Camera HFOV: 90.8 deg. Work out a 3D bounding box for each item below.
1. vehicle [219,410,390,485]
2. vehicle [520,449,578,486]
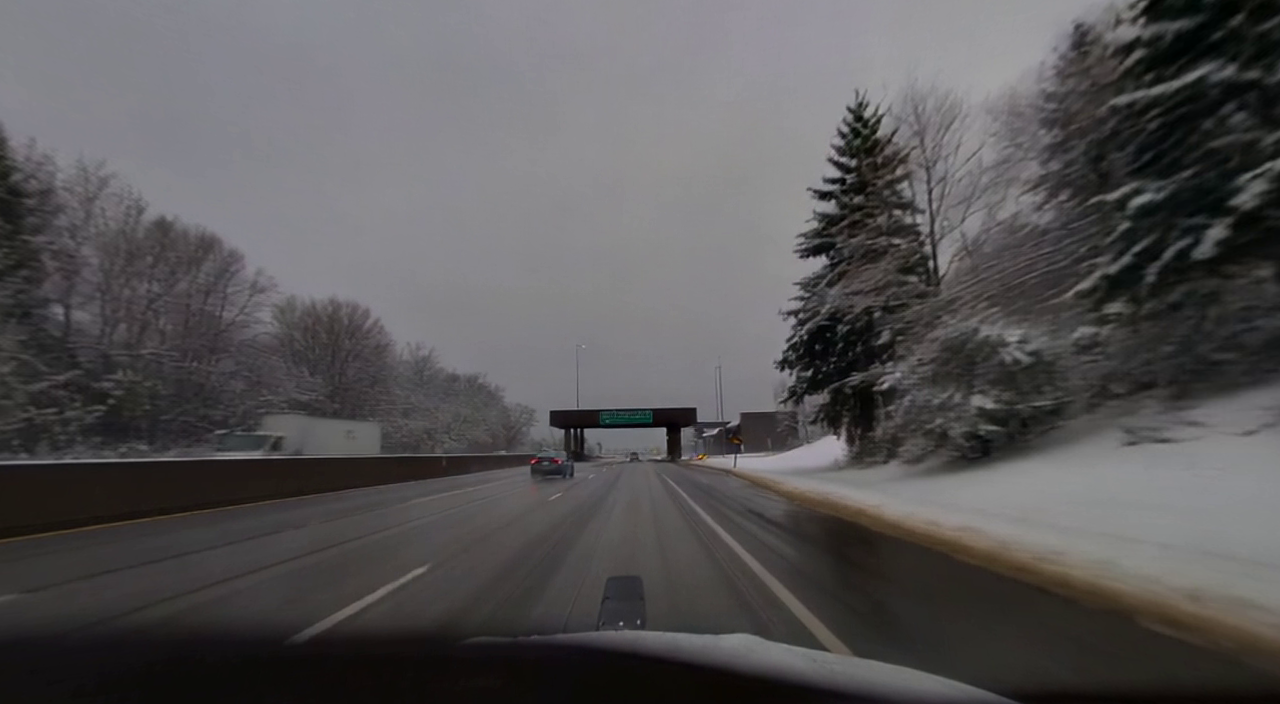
[{"bbox_3d":[-20.300,6.107,40.132,2.907,3.842,14.891,0,-9,-1],"label":"vehicle"},{"bbox_3d":[-4.013,5.175,28.551,1.992,1.504,4.117,0,-9,1],"label":"vehicle"}]
